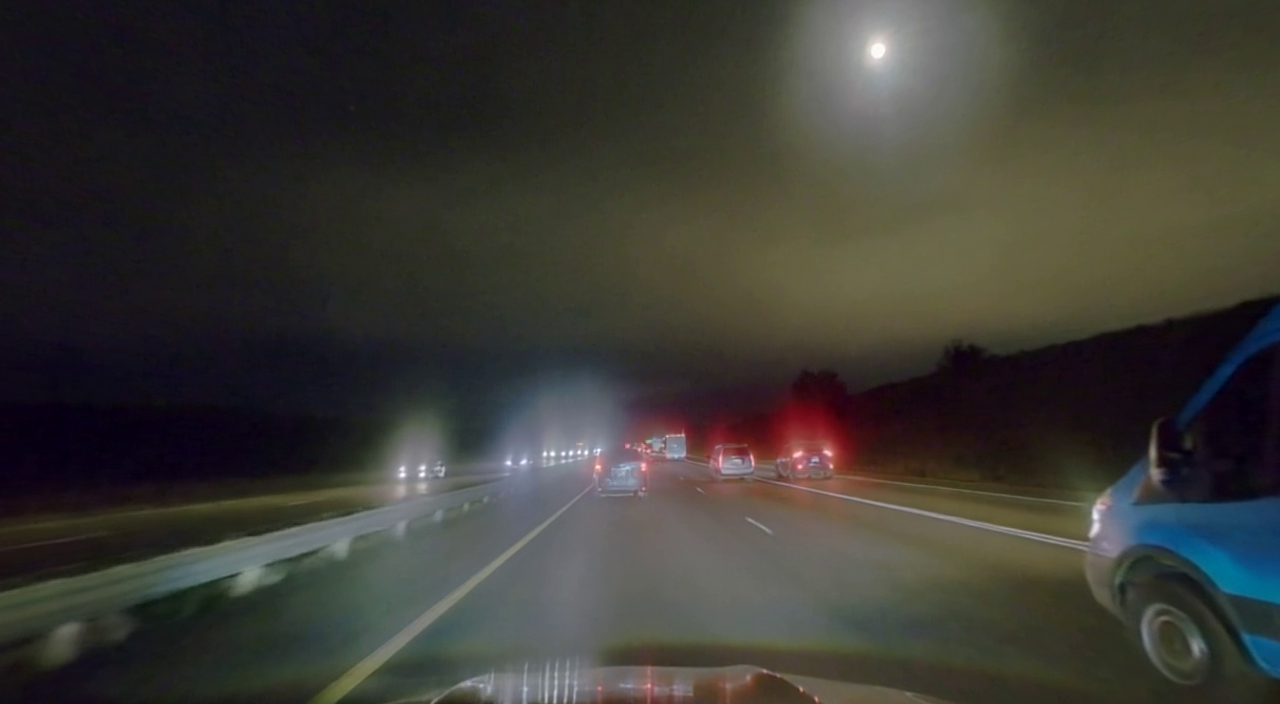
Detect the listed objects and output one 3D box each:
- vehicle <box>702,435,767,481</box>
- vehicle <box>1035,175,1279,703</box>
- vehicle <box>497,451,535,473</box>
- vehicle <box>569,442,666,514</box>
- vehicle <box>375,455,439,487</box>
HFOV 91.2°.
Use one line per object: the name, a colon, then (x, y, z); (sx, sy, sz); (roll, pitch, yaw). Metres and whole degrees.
vehicle: (4.363, 4.984, 29.716); (2.261, 1.952, 4.784); (0, -9, -1)
vehicle: (3.916, 0.247, 1.192); (2.399, 2.421, 5.829); (0, -9, -1)
vehicle: (-9.063, 8.077, 46.124); (1.894, 1.505, 4.103); (0, -9, 0)
vehicle: (-0.478, 2.955, 15.107); (2.029, 1.483, 3.769); (0, -9, 0)
vehicle: (-12.428, 6.330, 33.689); (1.823, 1.539, 4.087); (0, -9, 0)
